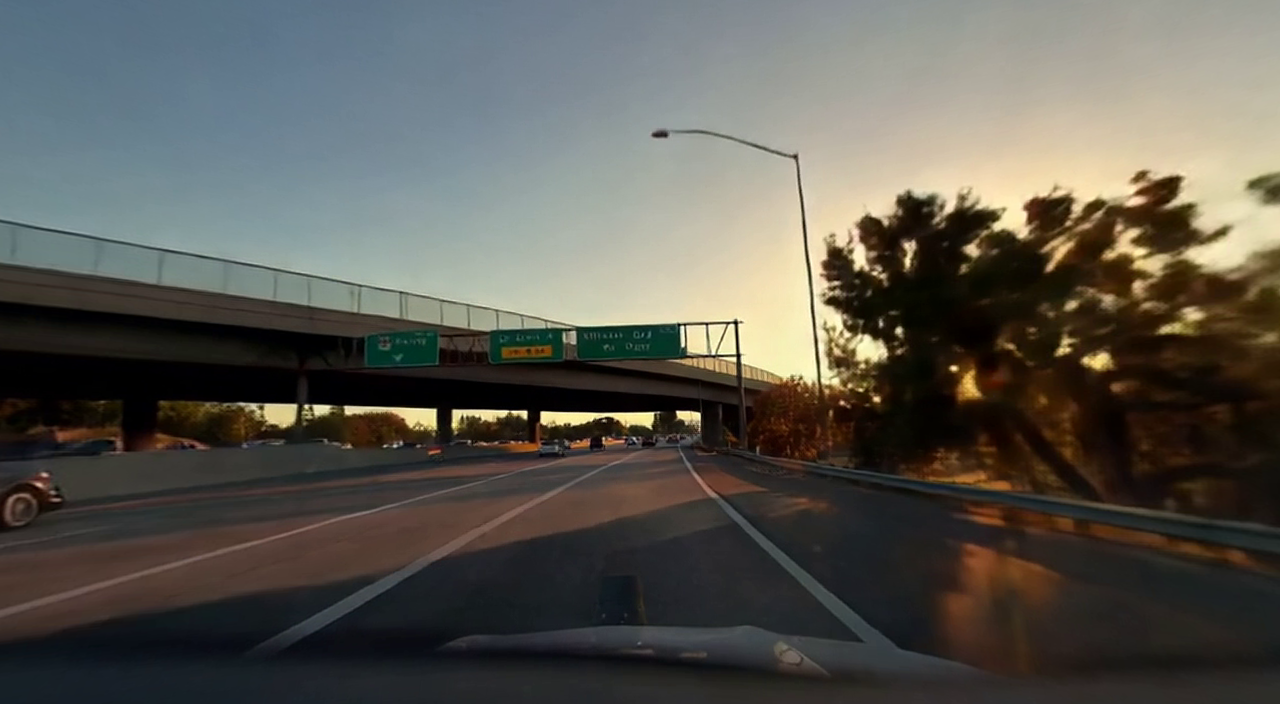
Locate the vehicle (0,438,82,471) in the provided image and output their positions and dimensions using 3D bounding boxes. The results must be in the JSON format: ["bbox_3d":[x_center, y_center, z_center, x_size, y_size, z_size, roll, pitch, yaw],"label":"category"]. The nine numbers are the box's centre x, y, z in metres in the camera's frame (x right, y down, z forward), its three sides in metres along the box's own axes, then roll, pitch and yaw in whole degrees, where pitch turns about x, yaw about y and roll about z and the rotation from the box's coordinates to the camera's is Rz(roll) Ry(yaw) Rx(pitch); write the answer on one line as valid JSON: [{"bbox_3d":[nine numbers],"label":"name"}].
[{"bbox_3d":[-30.969,5.088,31.585,1.943,1.548,4.560,0,-8,-1],"label":"vehicle"}]

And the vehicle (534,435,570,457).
[{"bbox_3d":[-6.479,6.980,47.030,2.271,1.537,4.029,0,-8,-3],"label":"vehicle"}]
